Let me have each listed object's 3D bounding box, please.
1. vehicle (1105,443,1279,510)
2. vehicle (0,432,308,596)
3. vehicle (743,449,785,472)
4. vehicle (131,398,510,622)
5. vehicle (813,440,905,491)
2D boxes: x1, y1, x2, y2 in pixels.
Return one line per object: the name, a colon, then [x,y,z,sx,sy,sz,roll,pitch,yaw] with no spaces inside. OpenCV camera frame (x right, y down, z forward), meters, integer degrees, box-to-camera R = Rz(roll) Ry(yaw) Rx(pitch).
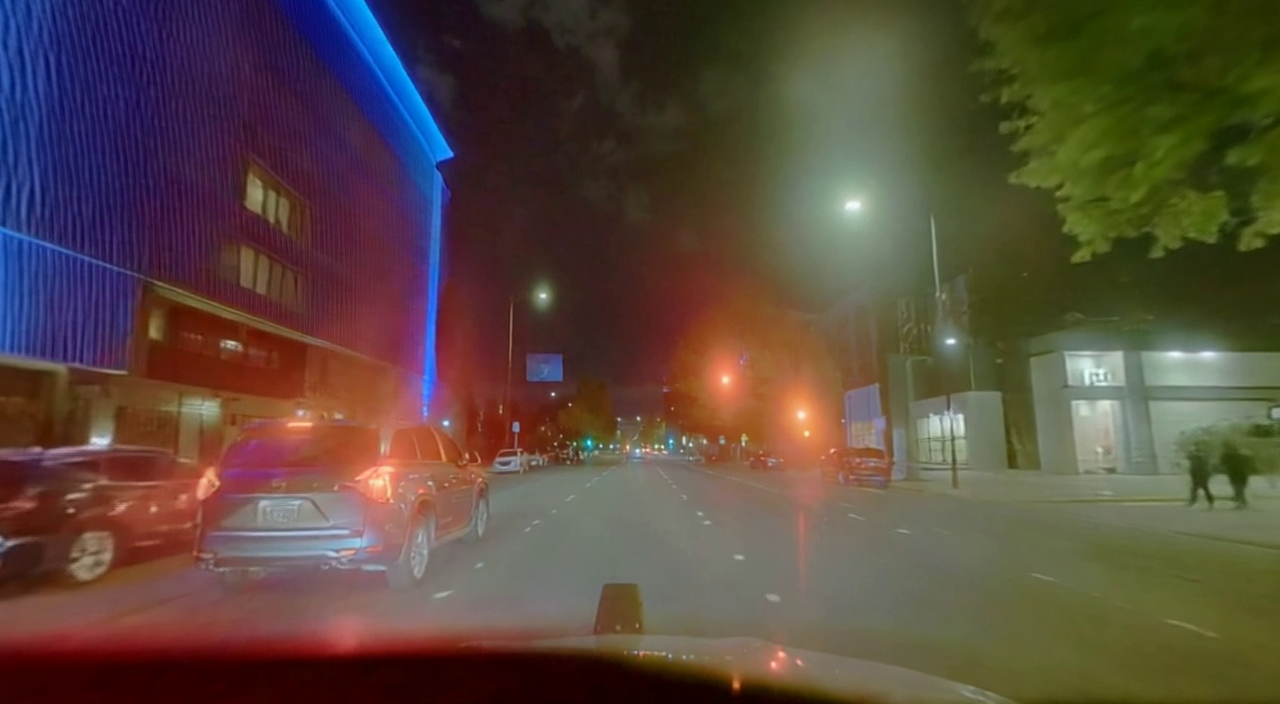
vehicle: [17.148,3.681,18.942,4.693,1.827,2.098,1,-9,0]
vehicle: [-6.868,1.975,8.720,2.095,1.641,4.484,0,-8,0]
vehicle: [8.818,7.743,45.297,1.954,1.478,4.625,0,-8,-2]
vehicle: [-2.992,1.571,7.262,2.002,1.756,4.366,0,-8,1]
vehicle: [9.300,4.828,27.432,2.129,1.929,5.537,0,-8,1]
